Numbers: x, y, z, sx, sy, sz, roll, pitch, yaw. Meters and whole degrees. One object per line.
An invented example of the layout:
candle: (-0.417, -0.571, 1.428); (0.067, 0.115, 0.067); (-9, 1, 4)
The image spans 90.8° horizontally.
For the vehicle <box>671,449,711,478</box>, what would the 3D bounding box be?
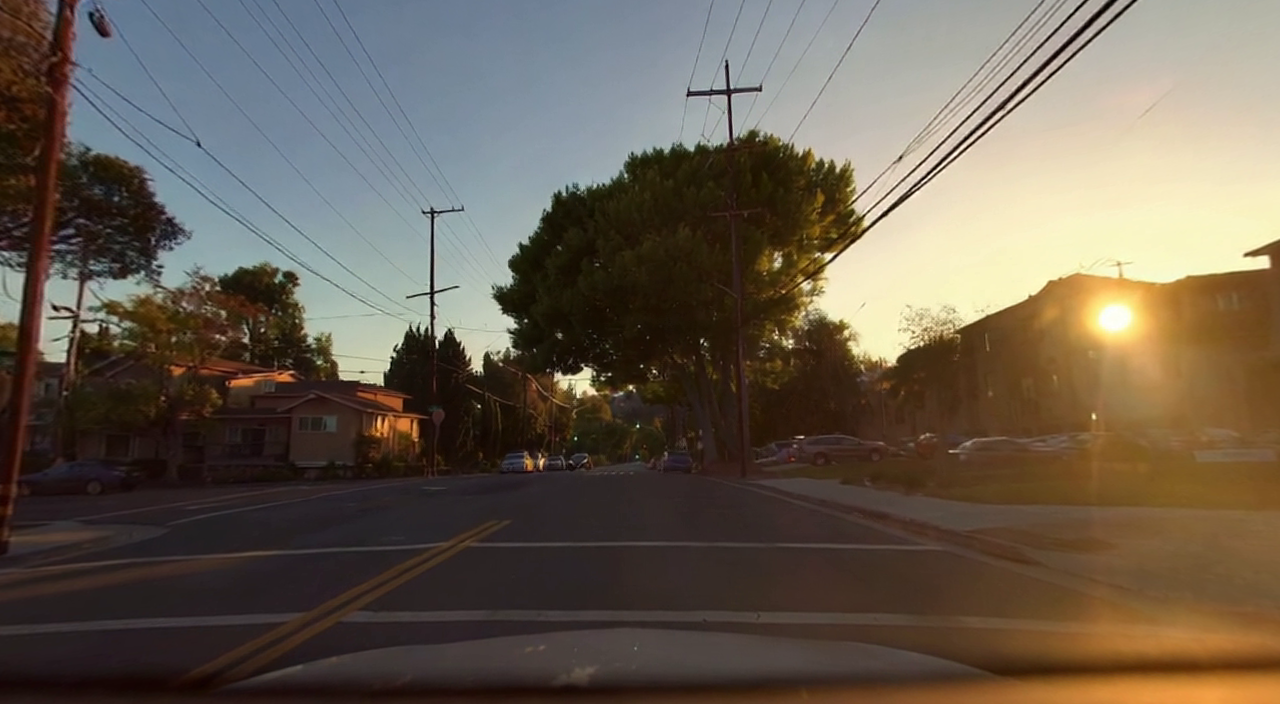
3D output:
vehicle: (3.191, 7.047, 40.197); (1.993, 1.755, 4.256); (0, -9, -2)

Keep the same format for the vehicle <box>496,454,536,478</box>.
vehicle: (-8.622, 7.943, 44.255); (2.066, 1.472, 4.353); (0, -9, -1)

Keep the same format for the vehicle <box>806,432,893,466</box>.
vehicle: (11.170, 5.139, 33.620); (4.509, 1.664, 1.981); (6, -10, -34)

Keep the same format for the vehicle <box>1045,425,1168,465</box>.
vehicle: (22.037, 4.363, 30.082); (4.320, 1.673, 1.957); (-2, -6, 24)

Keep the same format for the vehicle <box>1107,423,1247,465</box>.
vehicle: (22.357, 3.881, 26.415); (4.002, 1.505, 2.061); (-2, -10, -5)

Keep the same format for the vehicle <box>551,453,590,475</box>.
vehicle: (-5.065, 8.222, 46.521); (2.179, 1.494, 4.523); (-1, -9, 2)

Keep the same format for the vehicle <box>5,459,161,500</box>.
vehicle: (-22.321, 5.110, 25.456); (4.424, 1.486, 1.814); (0, -9, -2)

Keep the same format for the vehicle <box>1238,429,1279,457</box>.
vehicle: (32.857, 4.676, 32.485); (3.433, 1.389, 1.683); (4, -9, -24)
